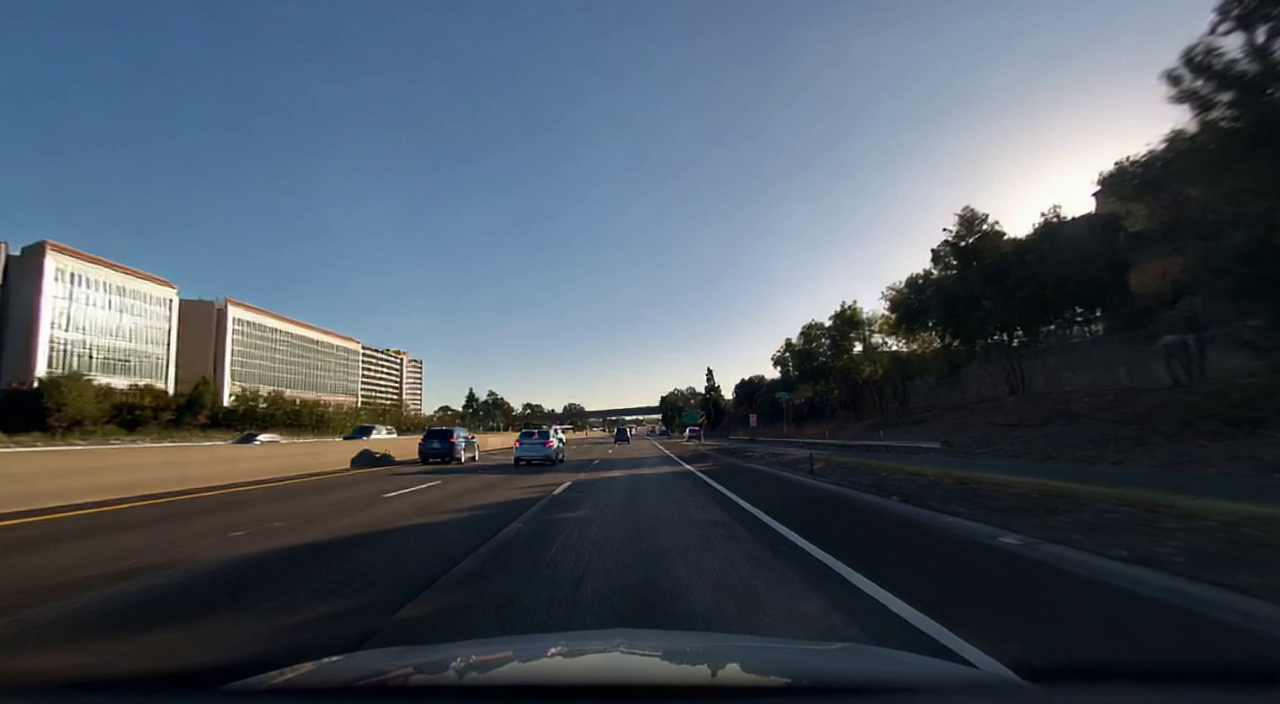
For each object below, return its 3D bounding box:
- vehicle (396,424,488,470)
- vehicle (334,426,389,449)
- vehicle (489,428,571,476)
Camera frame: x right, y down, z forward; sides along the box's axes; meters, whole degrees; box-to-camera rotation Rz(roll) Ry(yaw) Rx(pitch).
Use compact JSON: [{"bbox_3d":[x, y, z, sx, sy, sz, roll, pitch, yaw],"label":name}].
[{"bbox_3d":[-7.415,3.602,24.063,1.985,1.575,4.453,0,-8,1],"label":"vehicle"},{"bbox_3d":[-20.796,6.416,47.182,1.837,1.642,4.843,0,-8,1],"label":"vehicle"},{"bbox_3d":[-3.732,3.448,22.095,1.996,1.490,4.571,0,-8,1],"label":"vehicle"}]
